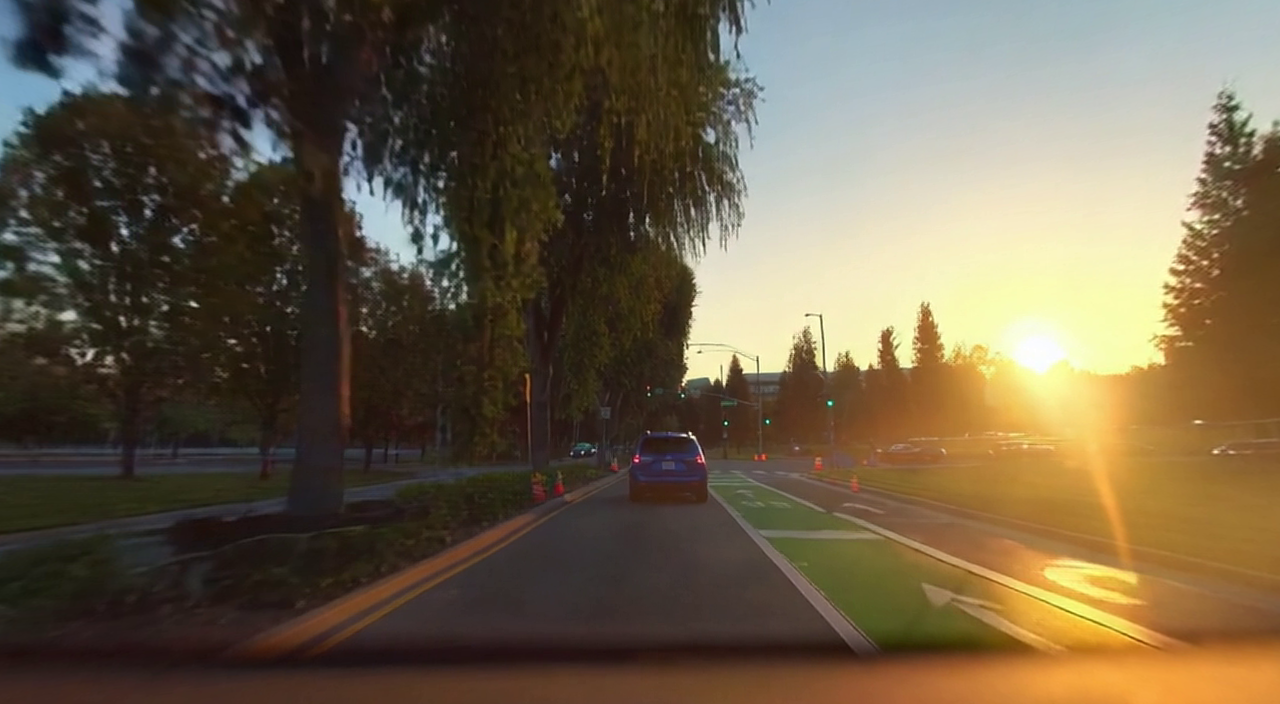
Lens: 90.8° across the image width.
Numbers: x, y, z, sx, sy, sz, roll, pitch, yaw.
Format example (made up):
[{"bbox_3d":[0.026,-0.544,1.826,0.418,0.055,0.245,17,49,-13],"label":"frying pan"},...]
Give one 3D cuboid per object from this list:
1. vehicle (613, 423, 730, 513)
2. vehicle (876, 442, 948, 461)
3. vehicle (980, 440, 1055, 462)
[{"bbox_3d":[0.682,2.675,15.043,2.339,1.790,4.629,0,-9,1],"label":"vehicle"},{"bbox_3d":[20.346,7.474,47.334,4.492,1.422,1.961,0,-9,1],"label":"vehicle"},{"bbox_3d":[28.164,7.415,47.229,4.343,1.518,1.845,0,-10,-1],"label":"vehicle"}]
